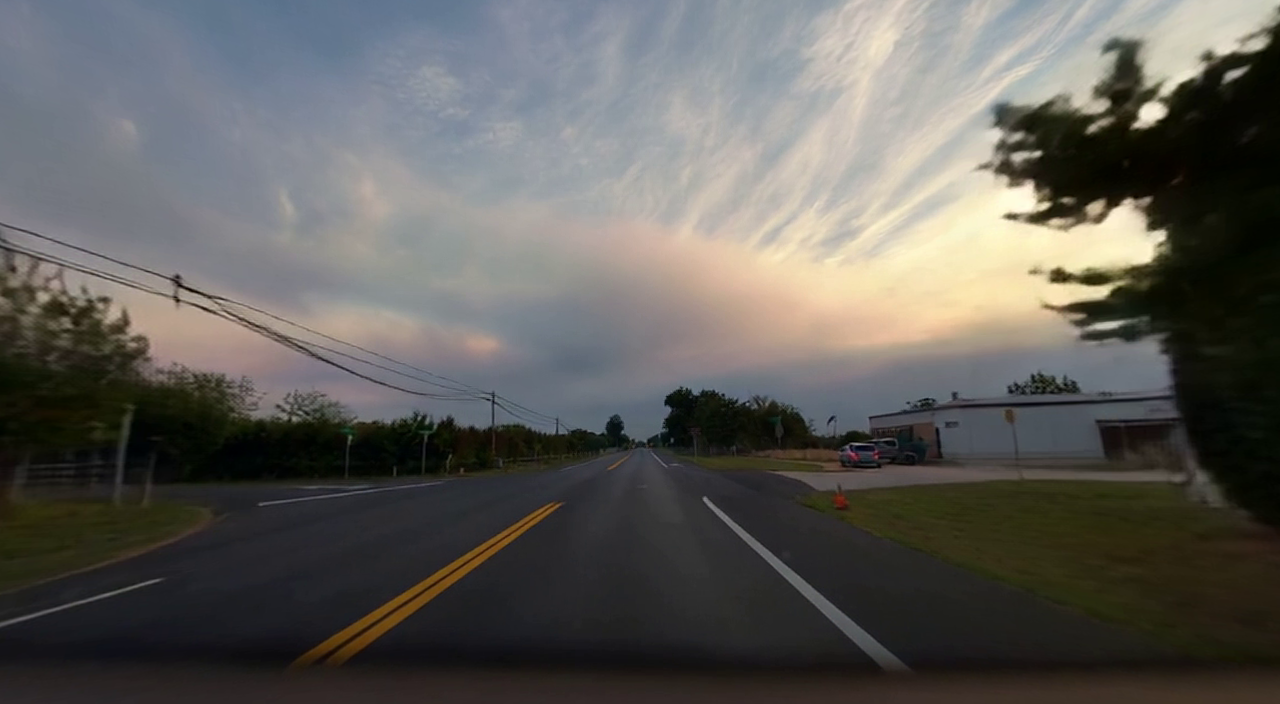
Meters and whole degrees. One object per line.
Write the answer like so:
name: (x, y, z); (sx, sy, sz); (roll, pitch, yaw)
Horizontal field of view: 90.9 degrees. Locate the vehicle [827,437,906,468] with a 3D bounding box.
vehicle: (14.520, 6.466, 40.805); (2.037, 1.829, 4.919); (3, -9, -21)
